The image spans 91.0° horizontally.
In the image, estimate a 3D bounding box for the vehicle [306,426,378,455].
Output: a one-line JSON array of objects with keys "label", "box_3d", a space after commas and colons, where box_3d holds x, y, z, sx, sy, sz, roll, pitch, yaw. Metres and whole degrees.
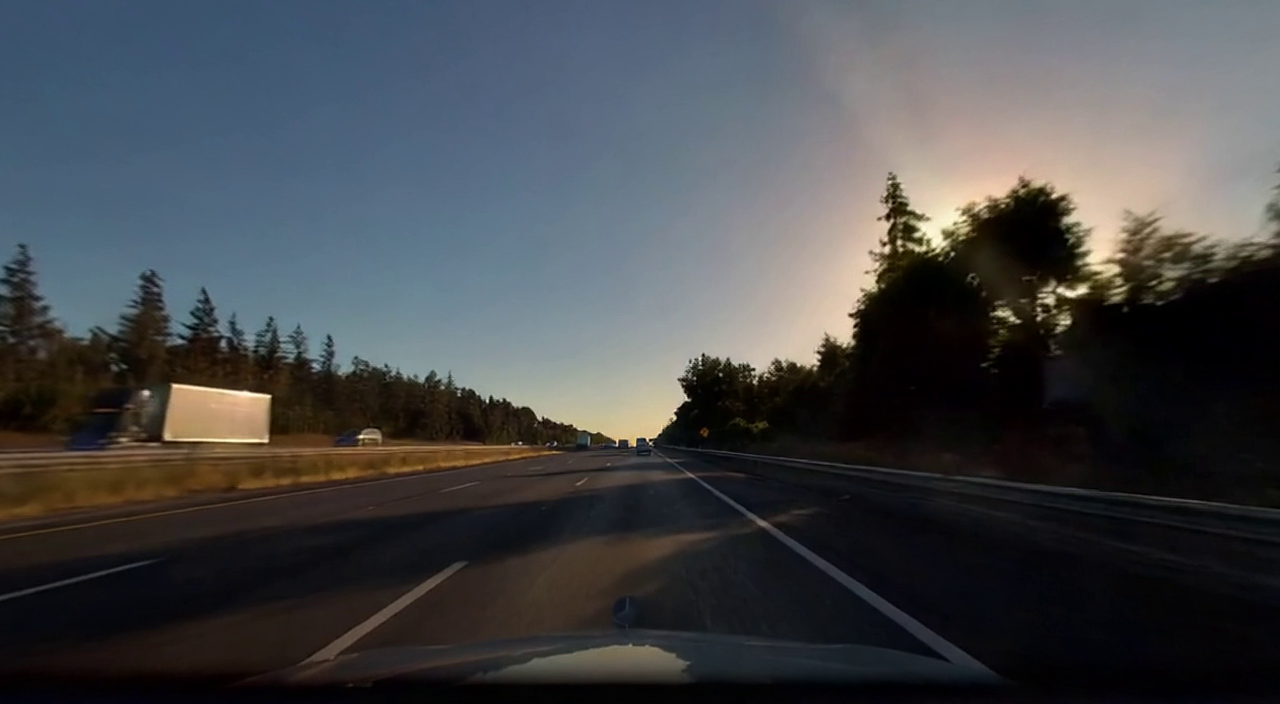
[{"label": "vehicle", "box_3d": [-19.672, 5.892, 41.824, 2.050, 1.827, 5.221, 0, -8, 2]}]

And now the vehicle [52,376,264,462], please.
[{"label": "vehicle", "box_3d": [-23.796, 3.587, 32.143, 3.009, 3.700, 9.685, 0, -8, 0]}]
